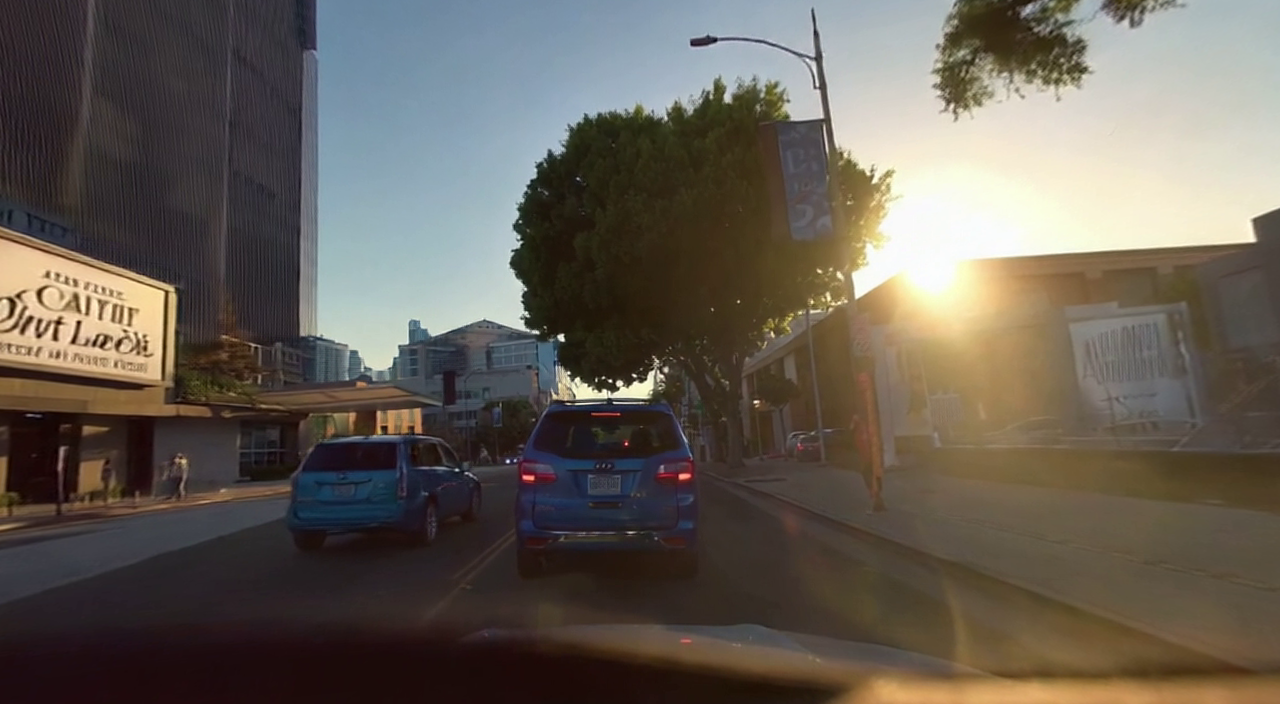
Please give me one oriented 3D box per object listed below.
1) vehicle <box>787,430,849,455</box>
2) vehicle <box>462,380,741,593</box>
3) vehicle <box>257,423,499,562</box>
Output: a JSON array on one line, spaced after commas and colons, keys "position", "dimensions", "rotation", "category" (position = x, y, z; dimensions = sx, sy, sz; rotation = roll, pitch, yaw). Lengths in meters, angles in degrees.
[{"position": [10.610, 5.377, 37.505], "dimensions": [1.877, 1.416, 3.965], "rotation": [-8, -11, 43], "category": "vehicle"}, {"position": [-0.416, 1.543, 8.062], "dimensions": [2.531, 1.930, 4.382], "rotation": [0, -8, -2], "category": "vehicle"}, {"position": [-3.689, 2.033, 9.961], "dimensions": [1.971, 1.658, 4.428], "rotation": [0, -8, -1], "category": "vehicle"}]
